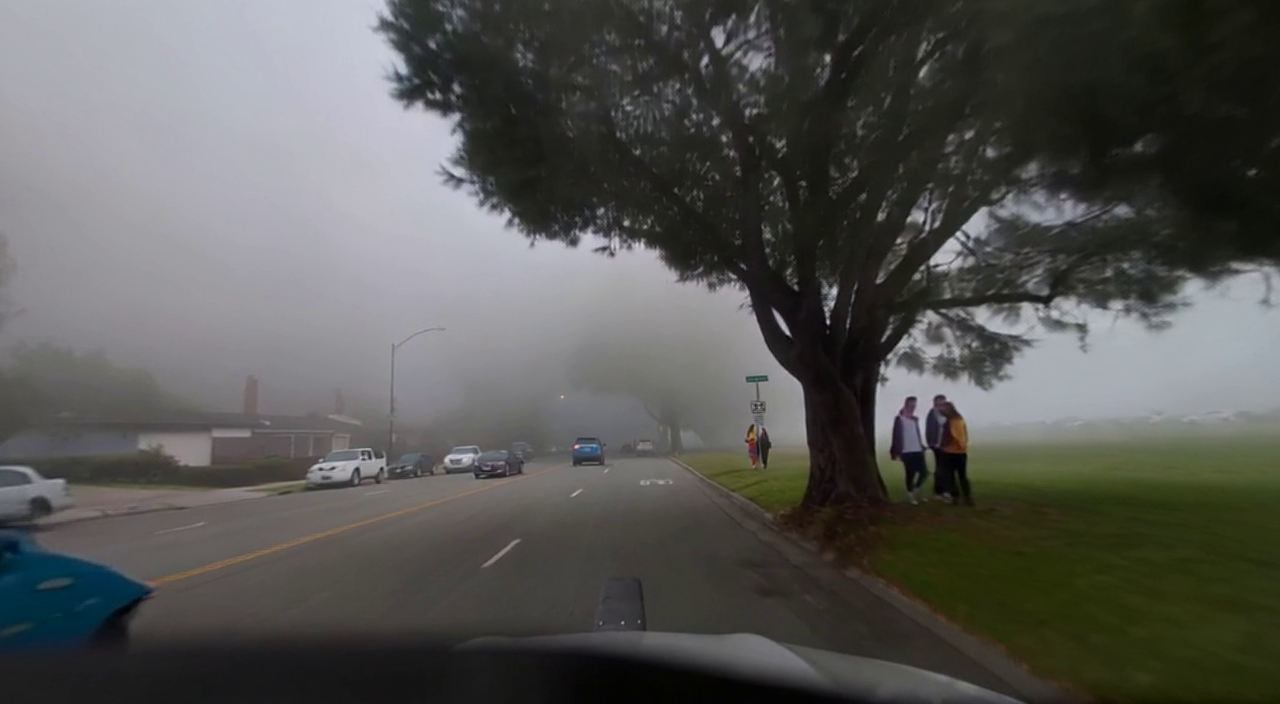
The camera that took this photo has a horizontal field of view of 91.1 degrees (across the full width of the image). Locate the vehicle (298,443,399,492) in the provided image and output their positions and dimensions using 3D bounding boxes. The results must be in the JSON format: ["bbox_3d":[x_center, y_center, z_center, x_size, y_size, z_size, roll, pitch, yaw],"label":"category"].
[{"bbox_3d":[-12.042,4.753,26.377,1.904,1.728,4.997,2,-8,-1],"label":"vehicle"}]

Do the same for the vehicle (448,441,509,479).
[{"bbox_3d":[-8.884,5.946,34.934,2.019,1.907,4.697,0,-8,1],"label":"vehicle"}]

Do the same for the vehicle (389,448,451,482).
[{"bbox_3d":[-12.101,6.207,34.870,1.910,1.462,4.581,-3,-7,-2],"label":"vehicle"}]

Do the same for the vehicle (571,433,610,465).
[{"bbox_3d":[-2.939,5.825,37.842,1.908,1.809,4.230,0,-8,1],"label":"vehicle"}]
